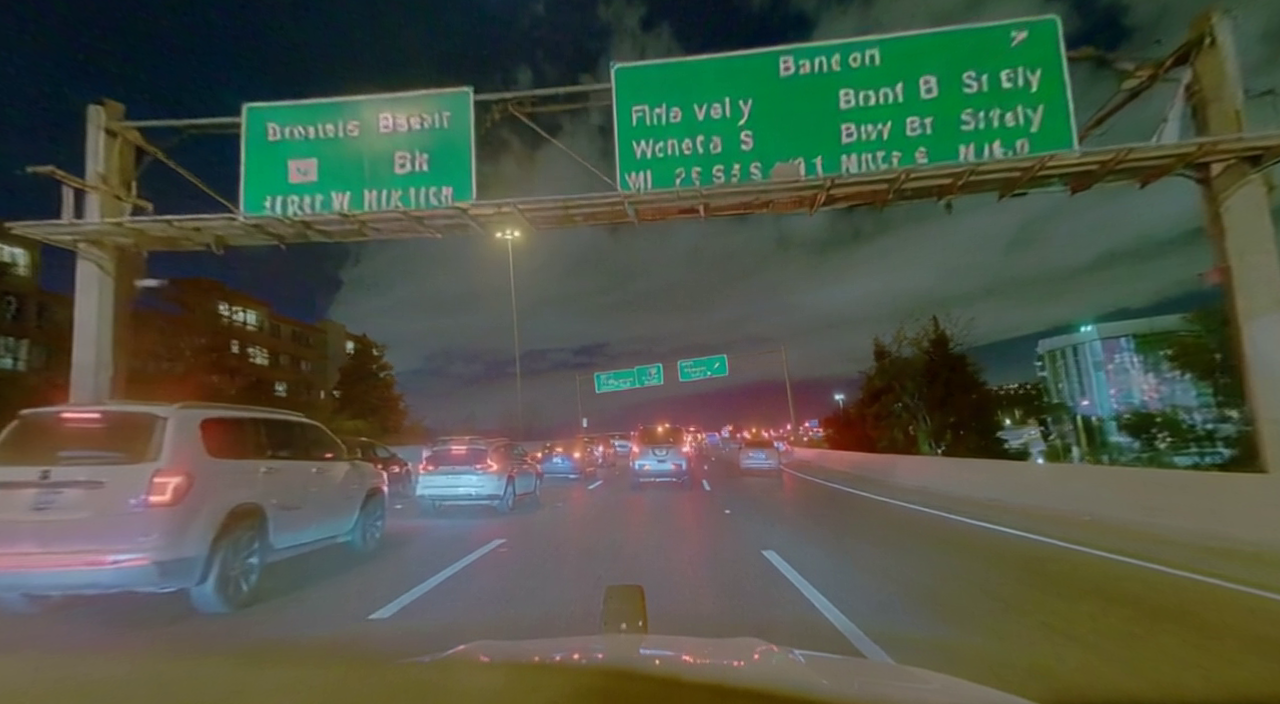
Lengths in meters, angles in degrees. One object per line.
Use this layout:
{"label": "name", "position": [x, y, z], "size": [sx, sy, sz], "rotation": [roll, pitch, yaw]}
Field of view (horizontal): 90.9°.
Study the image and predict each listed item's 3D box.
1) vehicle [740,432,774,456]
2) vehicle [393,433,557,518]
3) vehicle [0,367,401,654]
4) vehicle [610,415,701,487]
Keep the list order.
{"label": "vehicle", "position": [8.905, 6.974, 47.731], "size": [2.329, 1.760, 4.525], "rotation": [-2, -9, 12]}
{"label": "vehicle", "position": [-3.286, 2.586, 13.814], "size": [1.998, 1.494, 5.020], "rotation": [0, -9, 3]}
{"label": "vehicle", "position": [-4.134, 1.334, 6.259], "size": [1.850, 1.862, 4.150], "rotation": [0, -9, 0]}
{"label": "vehicle", "position": [0.602, 3.310, 21.237], "size": [2.616, 2.063, 5.933], "rotation": [0, -9, 3]}
